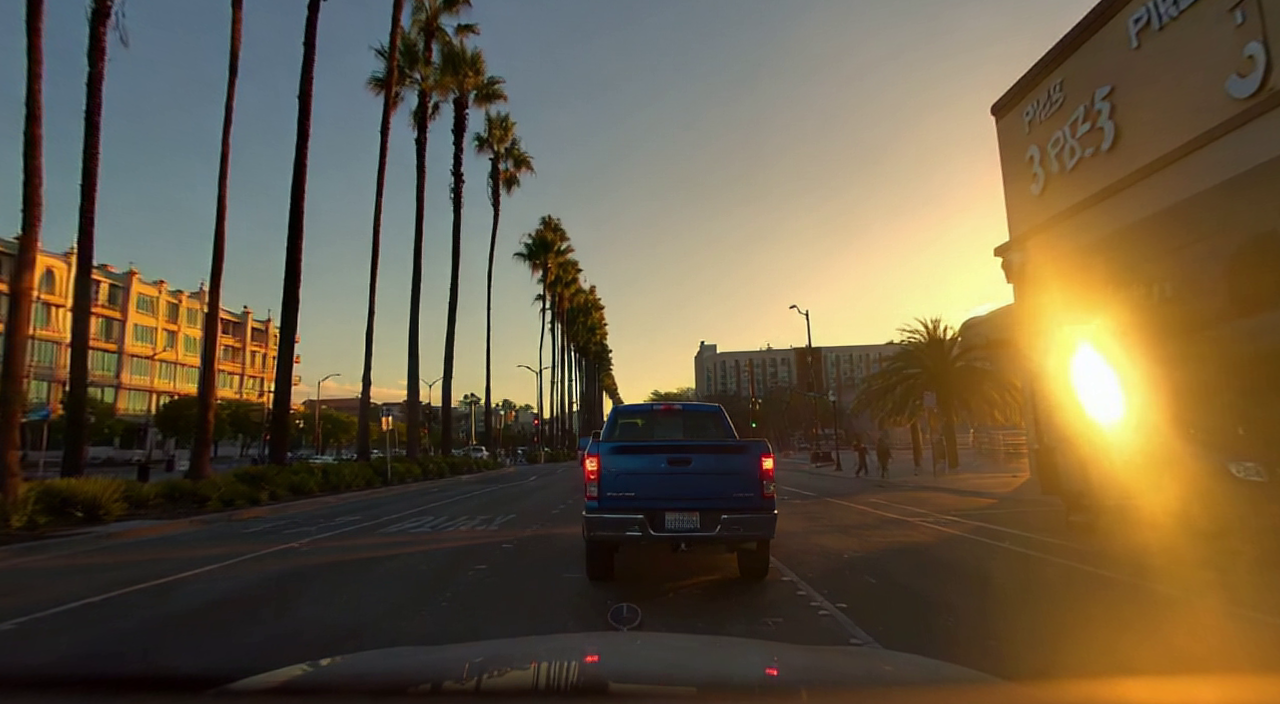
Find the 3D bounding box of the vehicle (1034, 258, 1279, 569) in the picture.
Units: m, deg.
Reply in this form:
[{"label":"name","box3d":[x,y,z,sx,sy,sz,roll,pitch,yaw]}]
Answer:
[{"label":"vehicle","box3d":[7.857,0.843,8.560,2.666,3.345,3.622,-3,-9,7]}]

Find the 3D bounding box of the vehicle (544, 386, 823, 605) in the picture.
[{"label":"vehicle","box3d":[0.400,1.588,7.972,2.311,1.819,5.255,0,-8,1]}]
